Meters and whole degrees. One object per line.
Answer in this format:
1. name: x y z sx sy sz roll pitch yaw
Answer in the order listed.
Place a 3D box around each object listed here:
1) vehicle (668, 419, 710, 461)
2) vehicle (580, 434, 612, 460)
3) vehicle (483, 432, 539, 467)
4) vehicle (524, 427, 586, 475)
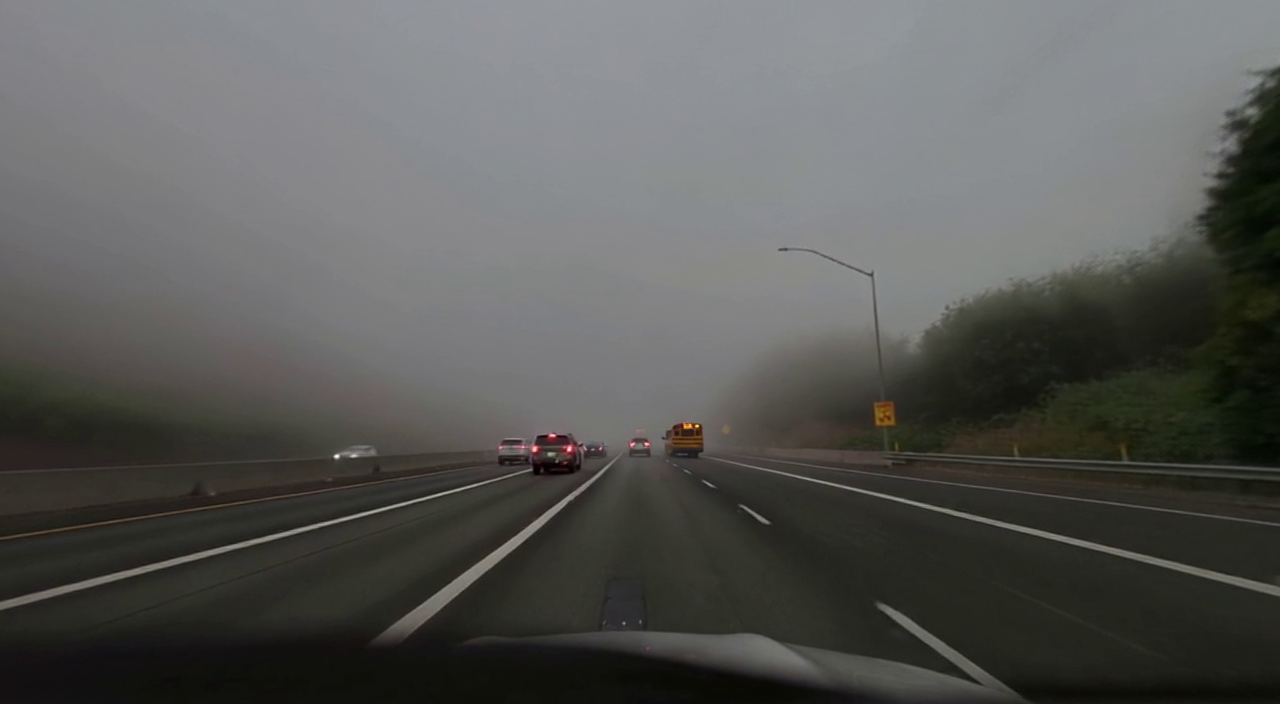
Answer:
1. vehicle: 3.547 6.603 47.143 2.573 2.828 6.754 0 -8 0
2. vehicle: -3.374 7.411 49.234 2.155 1.843 4.567 0 -8 0
3. vehicle: -7.423 5.709 36.859 2.217 1.870 5.075 0 -8 0
4. vehicle: -3.596 4.283 27.464 2.016 1.898 4.458 0 -8 1
